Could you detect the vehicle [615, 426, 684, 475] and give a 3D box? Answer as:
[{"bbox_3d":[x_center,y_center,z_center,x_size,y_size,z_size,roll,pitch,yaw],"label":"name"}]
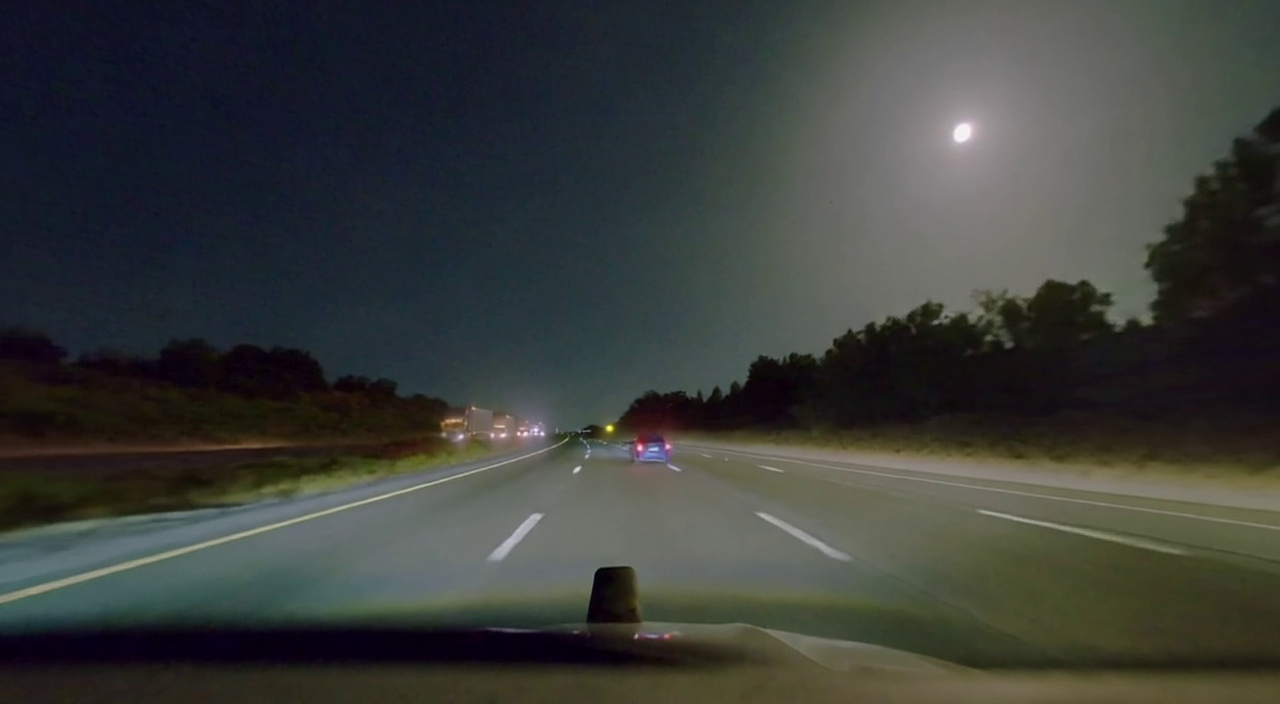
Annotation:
[{"bbox_3d":[0.230,3.481,22.637,1.997,1.589,4.179,1,-8,-6],"label":"vehicle"}]
